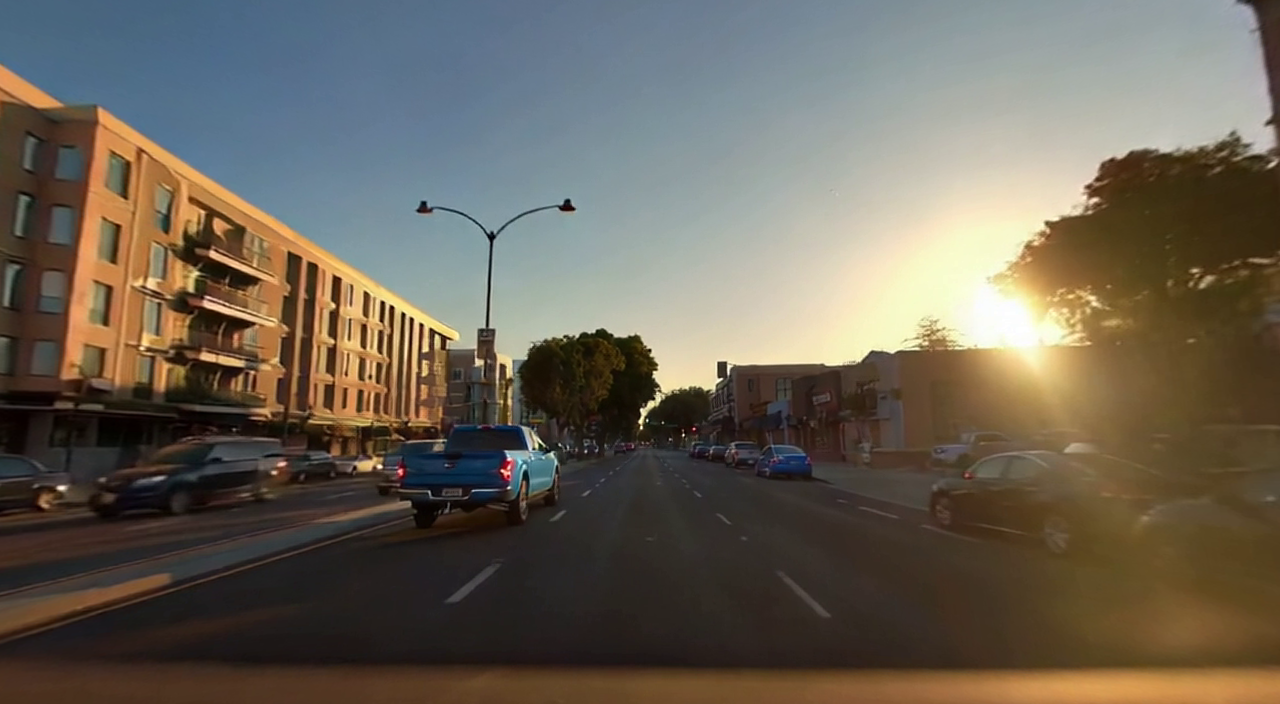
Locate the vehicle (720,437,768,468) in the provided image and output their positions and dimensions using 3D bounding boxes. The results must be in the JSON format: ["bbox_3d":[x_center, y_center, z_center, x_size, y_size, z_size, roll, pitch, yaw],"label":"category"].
[{"bbox_3d":[6.186,6.053,38.015,2.018,1.743,4.529,0,-8,-1],"label":"vehicle"}]

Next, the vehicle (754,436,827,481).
[{"bbox_3d":[6.198,4.422,26.518,1.928,1.679,4.716,0,-8,1],"label":"vehicle"}]

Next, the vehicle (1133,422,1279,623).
[{"bbox_3d":[5.958,1.242,4.311,1.871,1.559,4.015,0,-8,0],"label":"vehicle"}]

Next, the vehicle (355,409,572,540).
[{"bbox_3d":[-2.735,2.094,11.449,2.197,1.786,5.365,0,-8,2],"label":"vehicle"}]

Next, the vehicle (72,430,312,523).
[{"bbox_3d":[-10.043,2.800,14.806,2.095,1.784,4.769,0,-8,0],"label":"vehicle"}]

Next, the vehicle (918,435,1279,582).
[{"bbox_3d":[6.003,1.965,8.877,2.015,1.494,4.550,0,-8,-1],"label":"vehicle"}]
